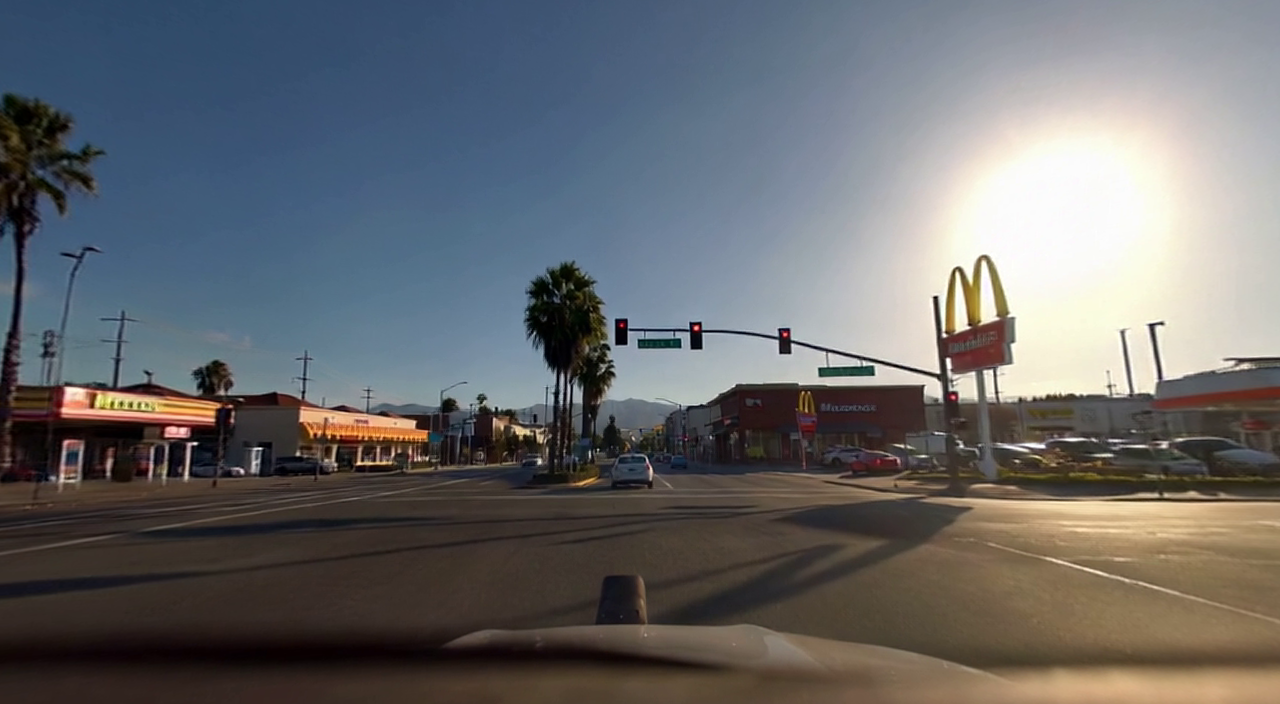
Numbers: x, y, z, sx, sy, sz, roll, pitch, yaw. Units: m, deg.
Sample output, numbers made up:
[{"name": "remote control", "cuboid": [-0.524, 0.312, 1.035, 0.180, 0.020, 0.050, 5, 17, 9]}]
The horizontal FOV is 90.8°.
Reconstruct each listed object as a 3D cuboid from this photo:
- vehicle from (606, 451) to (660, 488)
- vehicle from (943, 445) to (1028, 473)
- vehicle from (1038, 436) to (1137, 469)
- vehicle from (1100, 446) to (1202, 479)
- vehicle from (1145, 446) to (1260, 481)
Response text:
[{"name": "vehicle", "cuboid": [-0.348, 5.277, 28.714, 2.270, 1.475, 4.571, 0, -9, -1]}, {"name": "vehicle", "cuboid": [19.400, 6.015, 35.659, 3.833, 1.495, 1.892, -3, -9, 17]}, {"name": "vehicle", "cuboid": [24.344, 5.518, 34.514, 3.783, 1.560, 1.853, -4, -11, 9]}, {"name": "vehicle", "cuboid": [24.132, 5.218, 30.002, 1.738, 1.462, 3.609, 0, -9, 0]}, {"name": "vehicle", "cuboid": [26.207, 5.182, 29.630, 1.923, 1.501, 3.849, 0, -9, 2]}]
